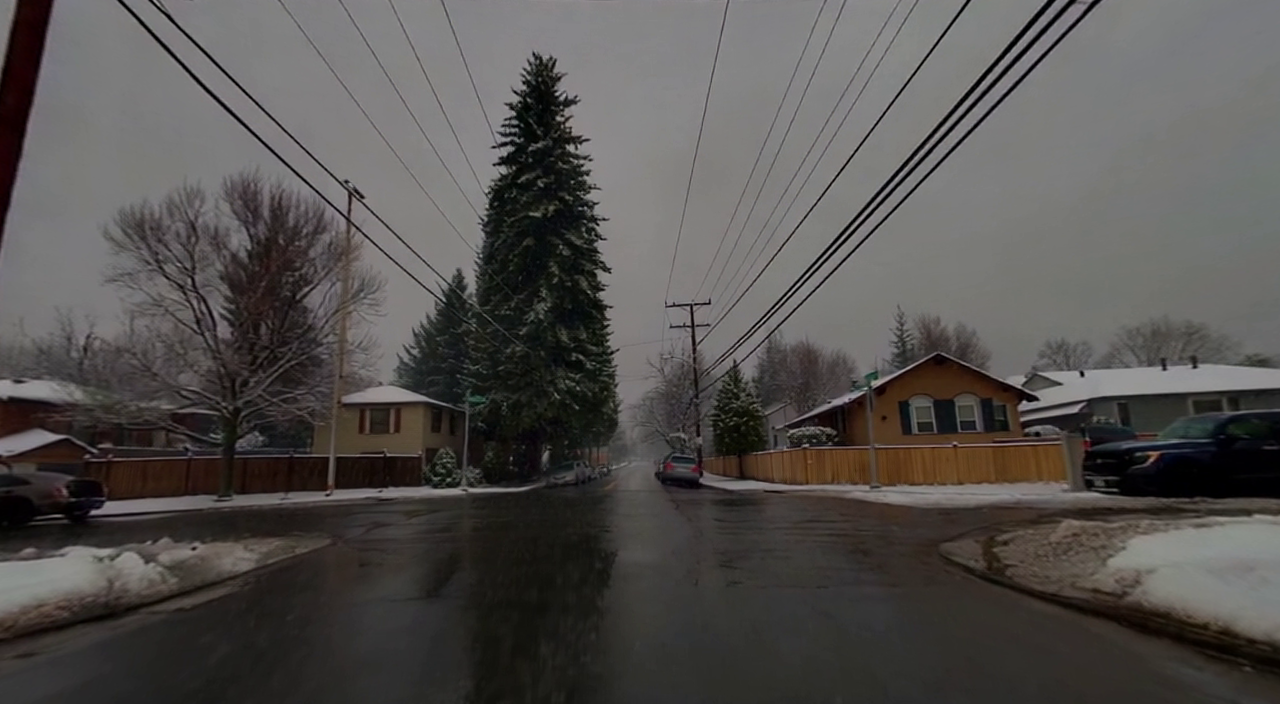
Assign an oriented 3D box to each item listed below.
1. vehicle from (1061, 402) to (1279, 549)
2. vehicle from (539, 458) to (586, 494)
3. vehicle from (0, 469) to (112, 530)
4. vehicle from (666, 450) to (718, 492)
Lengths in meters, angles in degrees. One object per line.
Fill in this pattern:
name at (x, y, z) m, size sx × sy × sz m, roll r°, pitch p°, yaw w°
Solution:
vehicle at (9.668, 1.818, 9.683) m, size 4.677 × 1.949 × 2.334 m, roll -1°, pitch -8°, yaw 3°
vehicle at (-4.297, 6.915, 35.697) m, size 2.189 × 1.771 × 4.571 m, roll 0°, pitch -8°, yaw -1°
vehicle at (-19.196, 4.500, 19.482) m, size 3.977 × 1.665 × 1.976 m, roll 0°, pitch -8°, yaw 0°
vehicle at (2.570, 5.980, 32.163) m, size 2.051 × 1.874 × 4.459 m, roll 0°, pitch -8°, yaw -3°
